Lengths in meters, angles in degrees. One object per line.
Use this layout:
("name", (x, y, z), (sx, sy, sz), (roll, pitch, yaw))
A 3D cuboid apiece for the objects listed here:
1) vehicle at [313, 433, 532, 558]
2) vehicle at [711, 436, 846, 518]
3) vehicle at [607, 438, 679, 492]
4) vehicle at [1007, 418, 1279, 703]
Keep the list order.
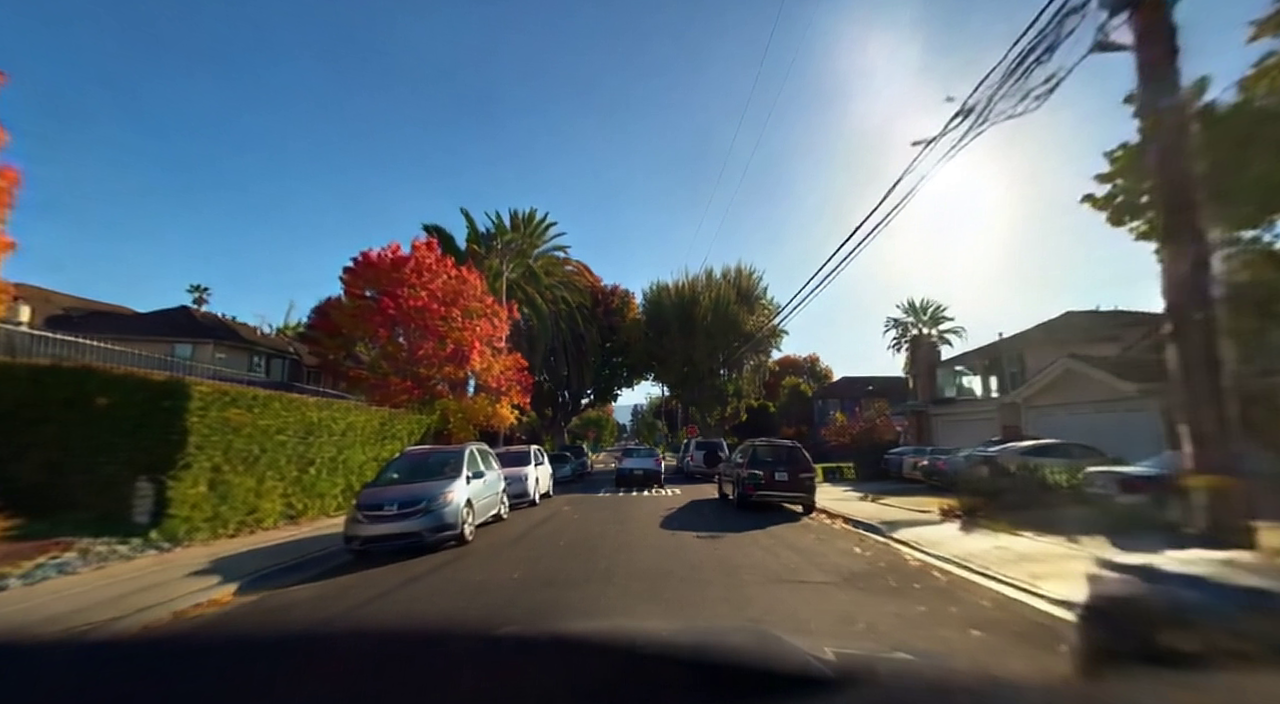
("vehicle", (-3.067, 2.098, 9.982), (1.877, 1.521, 4.348), (0, -8, 1))
("vehicle", (2.915, 2.730, 14.278), (1.967, 1.563, 4.237), (0, -8, -2))
("vehicle", (0.068, 3.501, 19.811), (2.010, 1.499, 4.107), (0, -8, 0))
("vehicle", (2.856, 0.797, 0.863), (1.961, 1.481, 4.494), (0, -8, 0))
